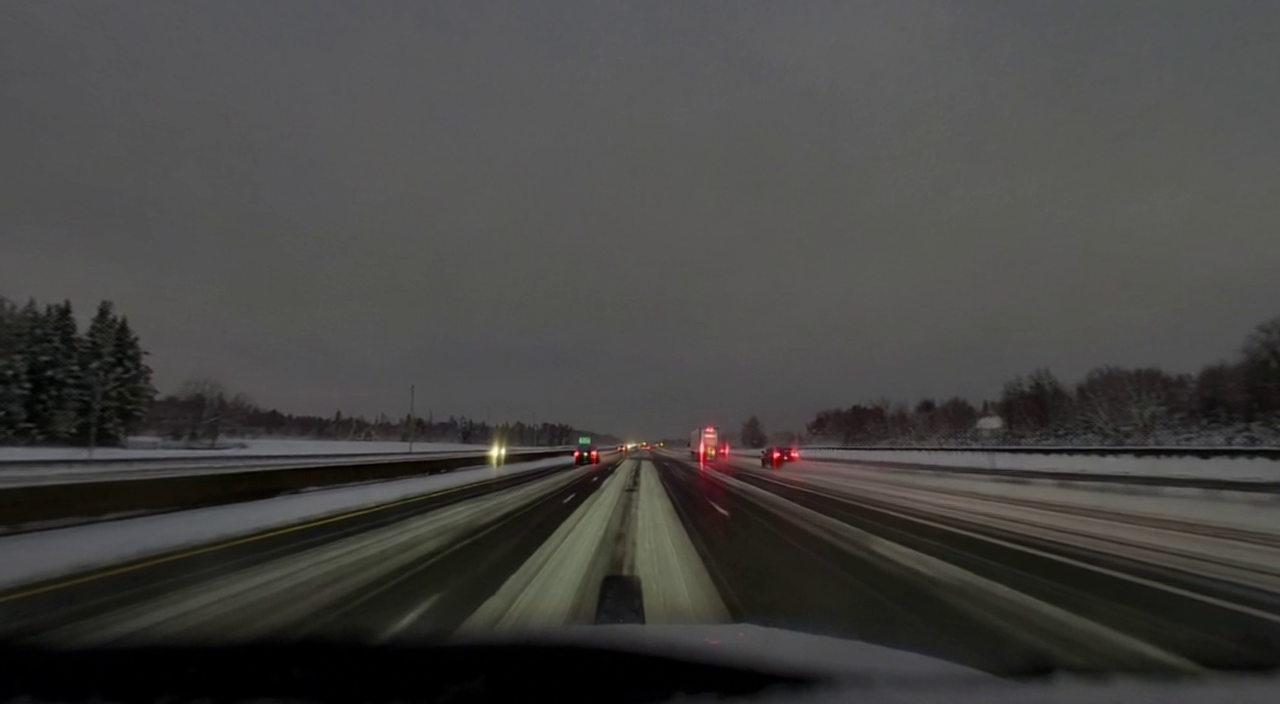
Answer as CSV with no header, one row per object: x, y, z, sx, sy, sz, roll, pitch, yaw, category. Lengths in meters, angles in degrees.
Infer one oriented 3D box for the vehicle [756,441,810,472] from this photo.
8.381,6.184,37.414,2.188,1.727,4.381,0,-9,0,vehicle

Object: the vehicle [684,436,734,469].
4.457,6.675,41.944,2.770,1.990,5.755,0,-9,1,vehicle

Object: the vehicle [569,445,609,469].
-3.312,6.920,41.717,2.164,1.507,4.748,0,-9,1,vehicle
